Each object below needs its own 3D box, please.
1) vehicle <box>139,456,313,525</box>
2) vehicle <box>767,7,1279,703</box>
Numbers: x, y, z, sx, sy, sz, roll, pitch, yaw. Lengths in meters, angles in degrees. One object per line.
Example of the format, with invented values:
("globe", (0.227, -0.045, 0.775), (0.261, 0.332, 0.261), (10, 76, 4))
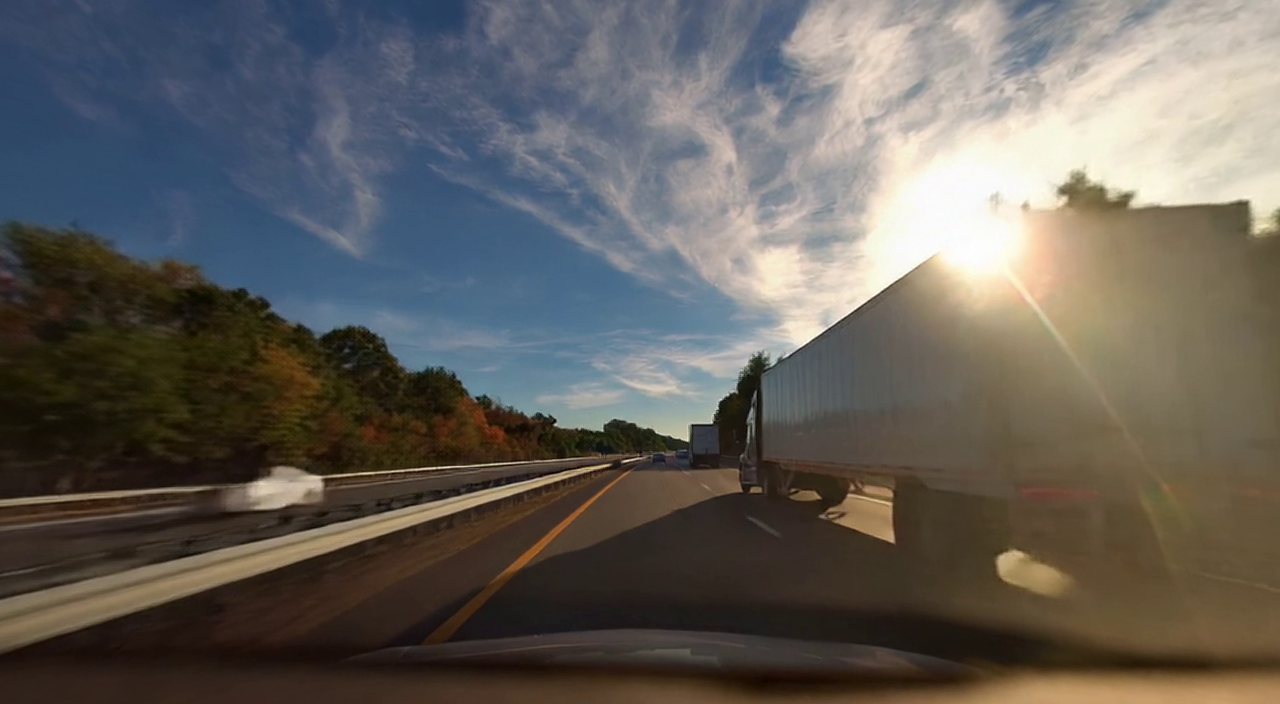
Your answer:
("vehicle", (-11.923, 3.968, 18.645), (1.958, 1.704, 4.554), (0, -9, 1))
("vehicle", (4.385, 0.970, 8.570), (2.866, 3.558, 11.674), (0, -9, 0))
